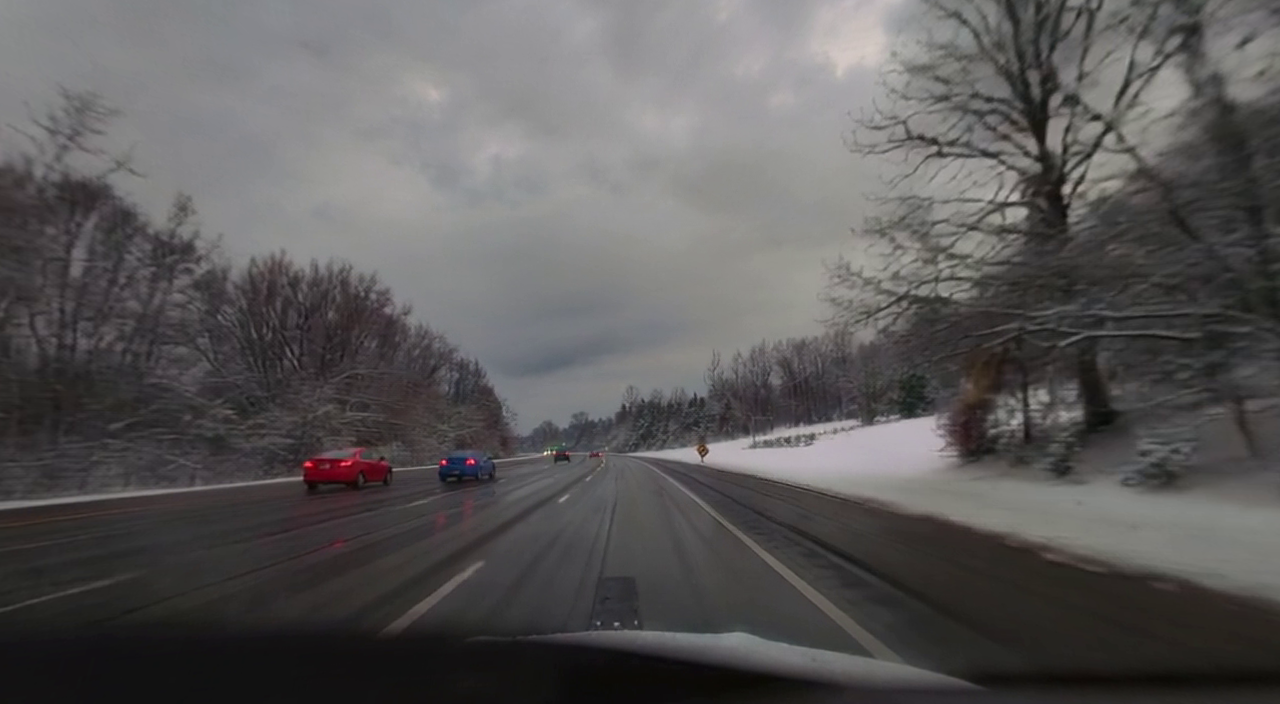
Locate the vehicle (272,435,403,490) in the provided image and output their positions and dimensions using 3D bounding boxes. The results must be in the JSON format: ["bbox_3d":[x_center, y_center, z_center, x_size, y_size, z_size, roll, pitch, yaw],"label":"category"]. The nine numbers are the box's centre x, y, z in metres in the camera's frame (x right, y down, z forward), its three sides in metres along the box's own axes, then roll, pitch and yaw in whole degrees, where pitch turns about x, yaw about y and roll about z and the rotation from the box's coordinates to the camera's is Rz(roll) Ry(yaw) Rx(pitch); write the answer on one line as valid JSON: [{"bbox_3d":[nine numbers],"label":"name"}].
[{"bbox_3d":[-11.754,4.350,25.086,2.425,1.926,5.584,0,-9,0],"label":"vehicle"}]

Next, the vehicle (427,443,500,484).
[{"bbox_3d":[-7.724,4.916,28.033,2.060,1.680,4.255,0,-9,-1],"label":"vehicle"}]
